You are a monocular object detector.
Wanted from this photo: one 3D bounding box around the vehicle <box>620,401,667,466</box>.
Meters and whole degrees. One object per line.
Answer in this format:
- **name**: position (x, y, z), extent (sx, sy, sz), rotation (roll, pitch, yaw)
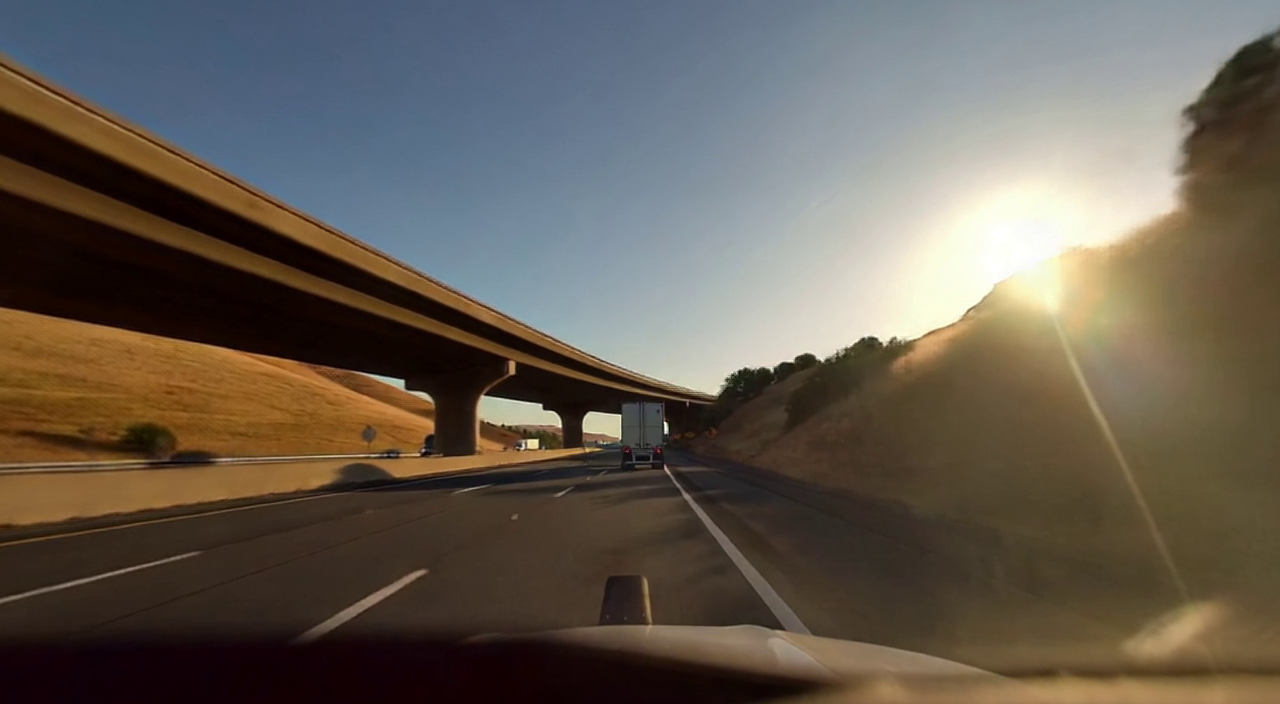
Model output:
- **vehicle**: position (0.163, 5.839, 44.451), extent (2.866, 4.014, 11.261), rotation (0, -8, 0)
